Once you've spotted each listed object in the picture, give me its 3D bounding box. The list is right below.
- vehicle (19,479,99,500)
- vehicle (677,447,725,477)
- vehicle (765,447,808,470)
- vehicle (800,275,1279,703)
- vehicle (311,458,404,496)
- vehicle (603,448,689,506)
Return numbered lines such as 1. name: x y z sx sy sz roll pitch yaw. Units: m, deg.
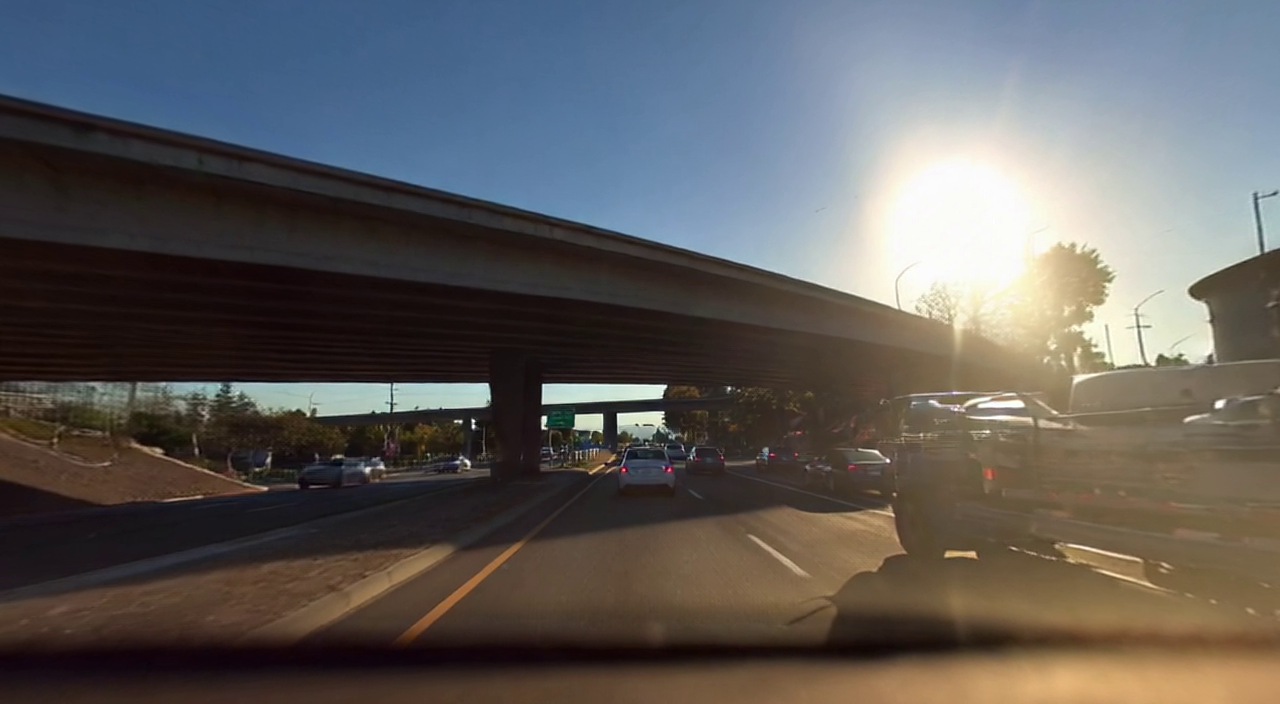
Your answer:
1. vehicle: -45.738 10.802 49.791 4.468 1.486 1.893 0 -9 1
2. vehicle: 3.109 5.733 33.107 1.962 1.431 4.205 0 -8 -1
3. vehicle: 9.847 7.193 42.678 1.839 1.453 3.992 0 -8 -1
4. vehicle: 3.456 1.134 5.263 2.719 2.033 5.876 0 -9 0
5. vehicle: -12.191 5.403 27.636 1.927 1.439 4.537 0 -8 1
6. vehicle: 0.131 3.274 16.969 2.027 1.341 3.775 0 -8 0
